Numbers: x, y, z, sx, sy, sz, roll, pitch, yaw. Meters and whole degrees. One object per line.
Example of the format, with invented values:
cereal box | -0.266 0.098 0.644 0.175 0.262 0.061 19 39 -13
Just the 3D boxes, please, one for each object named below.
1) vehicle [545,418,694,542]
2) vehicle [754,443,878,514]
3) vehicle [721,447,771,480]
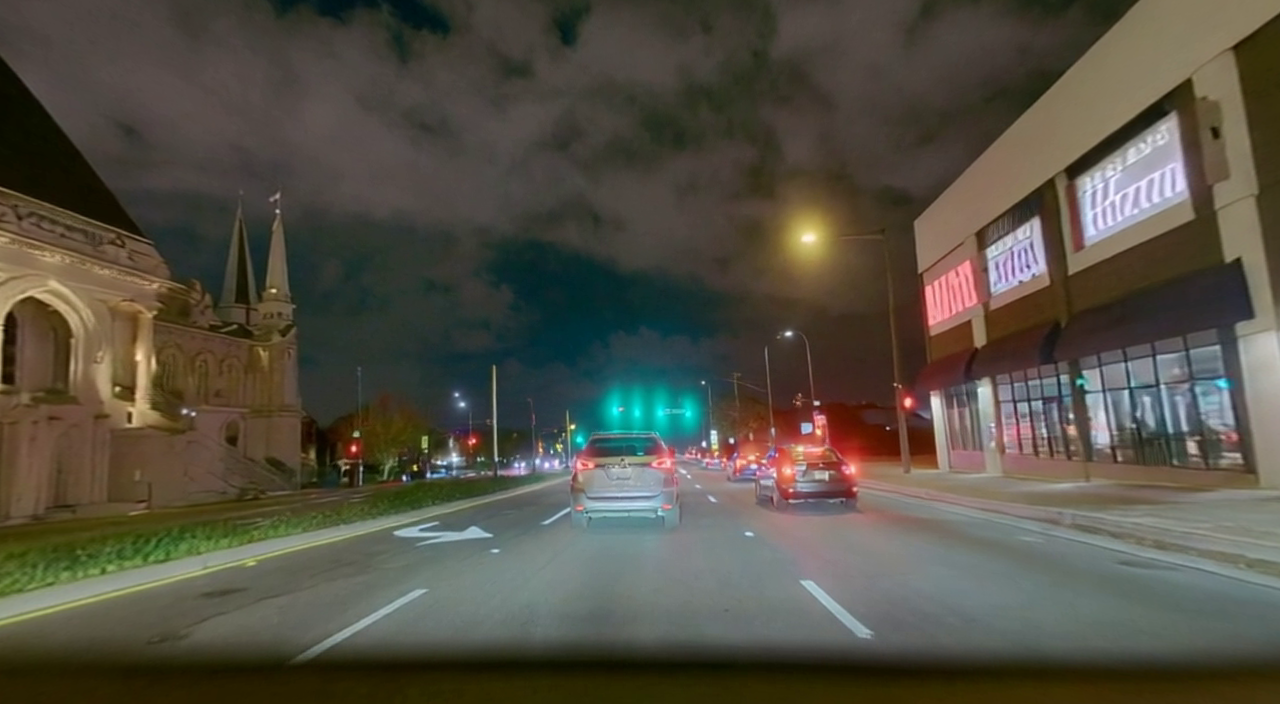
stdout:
vehicle | -0.195 2.174 11.320 2.168 1.776 4.135 -1 -8 3
vehicle | 4.094 2.982 15.482 1.883 1.472 4.471 0 -8 2
vehicle | 5.059 5.344 30.642 1.890 1.491 4.166 0 -8 3
